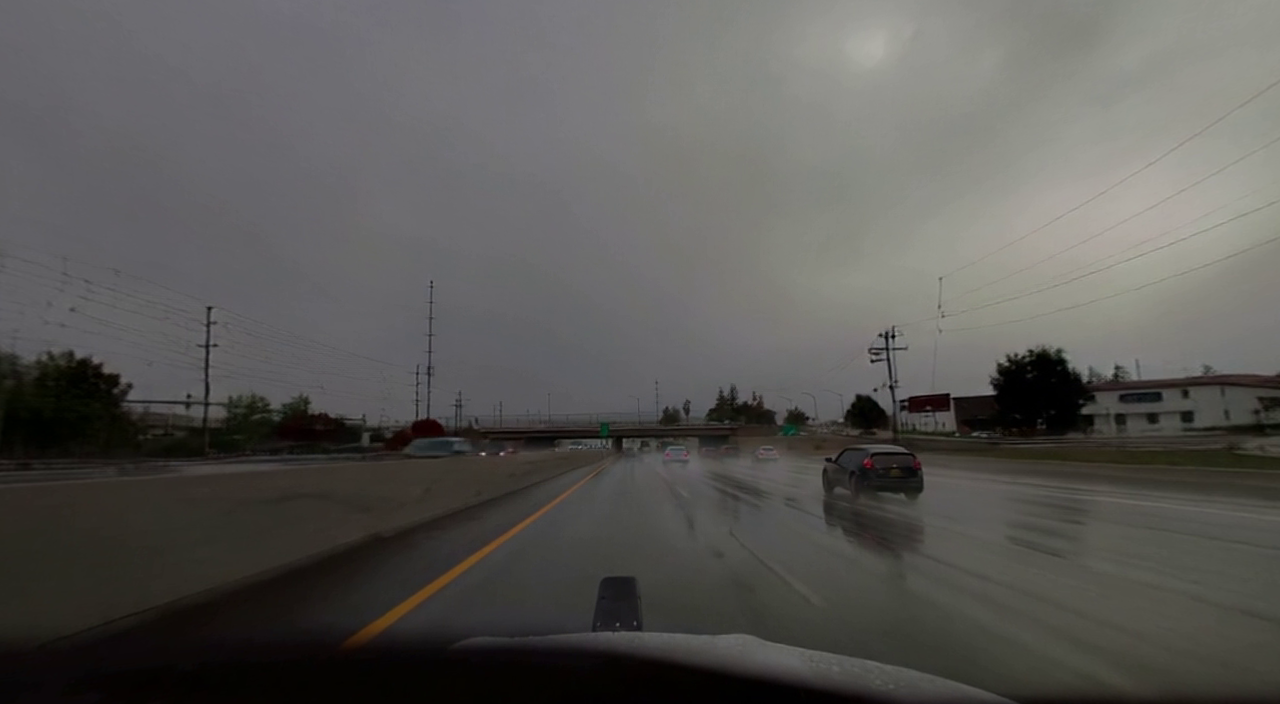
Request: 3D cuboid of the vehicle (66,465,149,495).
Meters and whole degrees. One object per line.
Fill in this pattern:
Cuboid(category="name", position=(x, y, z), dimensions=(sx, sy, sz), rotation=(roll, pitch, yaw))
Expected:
Cuboid(category="vehicle", position=(-33.563, 8.054, 39.998), dimensions=(1.891, 1.619, 4.576), rotation=(1, -9, -11))

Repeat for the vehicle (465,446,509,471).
Cuboid(category="vehicle", position=(-10.510, 7.310, 43.704), dimensions=(1.974, 1.641, 4.245), rotation=(0, -8, 0))

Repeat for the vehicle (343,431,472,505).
Cuboid(category="vehicle", position=(-6.695, 3.367, 18.860), dimensions=(2.086, 1.884, 4.793), rotation=(0, -8, -1))

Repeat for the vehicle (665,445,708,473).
Cuboid(category="vehicle", position=(2.648, 6.168, 36.767), dimensions=(1.993, 1.507, 4.594), rotation=(0, -8, -2))

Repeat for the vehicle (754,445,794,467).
Cuboid(category="vehicle", position=(9.467, 7.366, 44.847), dimensions=(1.838, 1.440, 4.121), rotation=(0, -8, -1))

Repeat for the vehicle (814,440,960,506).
Cuboid(category="vehicle", position=(6.310, 3.117, 16.811), dimensions=(1.952, 1.489, 4.483), rotation=(0, -8, -2))
